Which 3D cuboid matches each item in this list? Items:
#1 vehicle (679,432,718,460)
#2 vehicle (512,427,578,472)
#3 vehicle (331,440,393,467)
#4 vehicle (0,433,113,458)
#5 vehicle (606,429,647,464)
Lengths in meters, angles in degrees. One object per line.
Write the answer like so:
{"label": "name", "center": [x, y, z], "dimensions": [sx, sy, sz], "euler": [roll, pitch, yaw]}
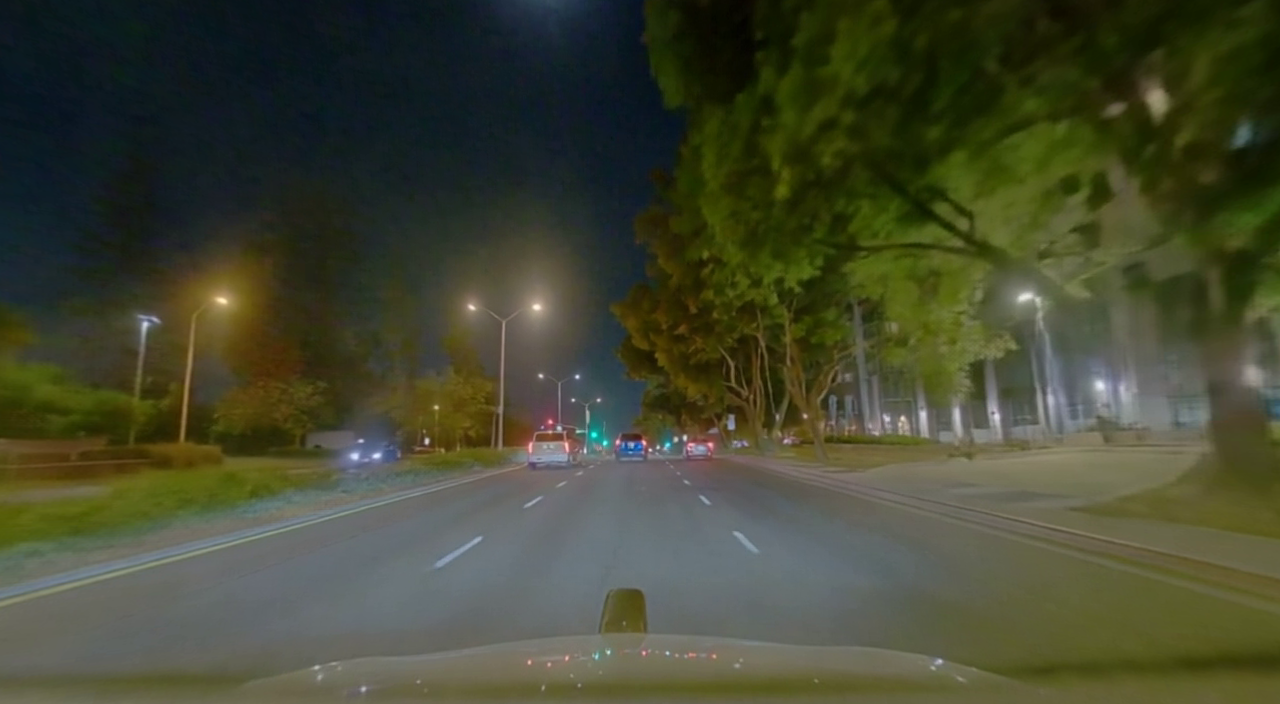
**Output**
{"label": "vehicle", "center": [3.441, 5.607, 37.585], "dimensions": [1.847, 1.554, 4.052], "euler": [0, -8, -1]}
{"label": "vehicle", "center": [-3.879, 4.079, 26.475], "dimensions": [2.047, 1.710, 4.314], "euler": [0, -8, 1]}
{"label": "vehicle", "center": [-19.776, 7.225, 45.060], "dimensions": [2.128, 1.841, 5.012], "euler": [0, -8, 0]}
{"label": "vehicle", "center": [-35.338, 5.639, 37.951], "dimensions": [1.883, 1.383, 5.637], "euler": [-1, -9, 8]}
{"label": "vehicle", "center": [-0.650, 4.938, 33.121], "dimensions": [2.022, 1.700, 4.084], "euler": [0, -8, 0]}
